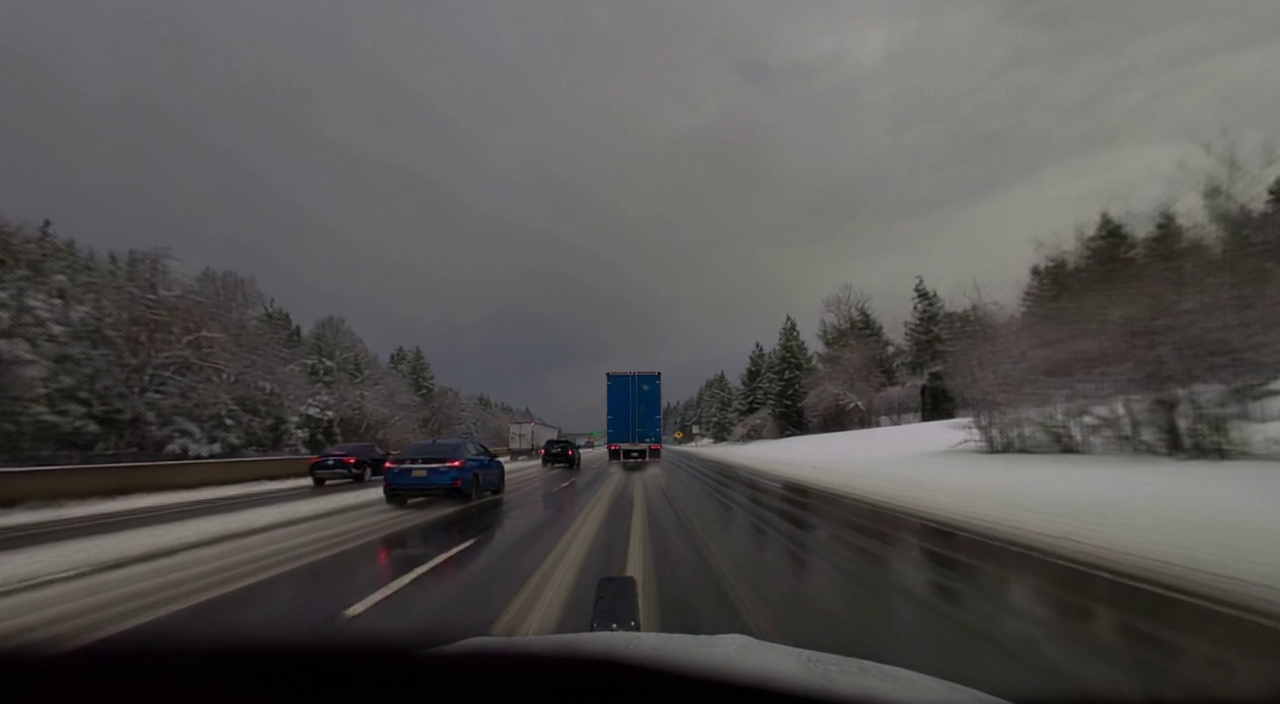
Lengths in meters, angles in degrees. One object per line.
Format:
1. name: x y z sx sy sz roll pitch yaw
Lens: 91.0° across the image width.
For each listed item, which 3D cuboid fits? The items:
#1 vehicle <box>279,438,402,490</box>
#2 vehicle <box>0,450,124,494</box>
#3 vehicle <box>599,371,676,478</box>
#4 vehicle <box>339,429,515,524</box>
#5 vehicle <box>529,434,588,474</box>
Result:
1. vehicle: -9.518 3.572 20.441 1.863 1.474 4.278 0 -8 0
2. vehicle: -21.299 4.356 23.209 1.589 1.417 3.438 0 -8 -1
3. vehicle: -0.246 3.545 29.604 2.913 4.113 10.724 0 -8 -2
4. vehicle: -4.019 2.400 12.732 2.164 1.582 3.979 0 -8 0
5. vehicle: -3.682 4.686 29.119 2.158 1.680 4.087 0 -8 1
